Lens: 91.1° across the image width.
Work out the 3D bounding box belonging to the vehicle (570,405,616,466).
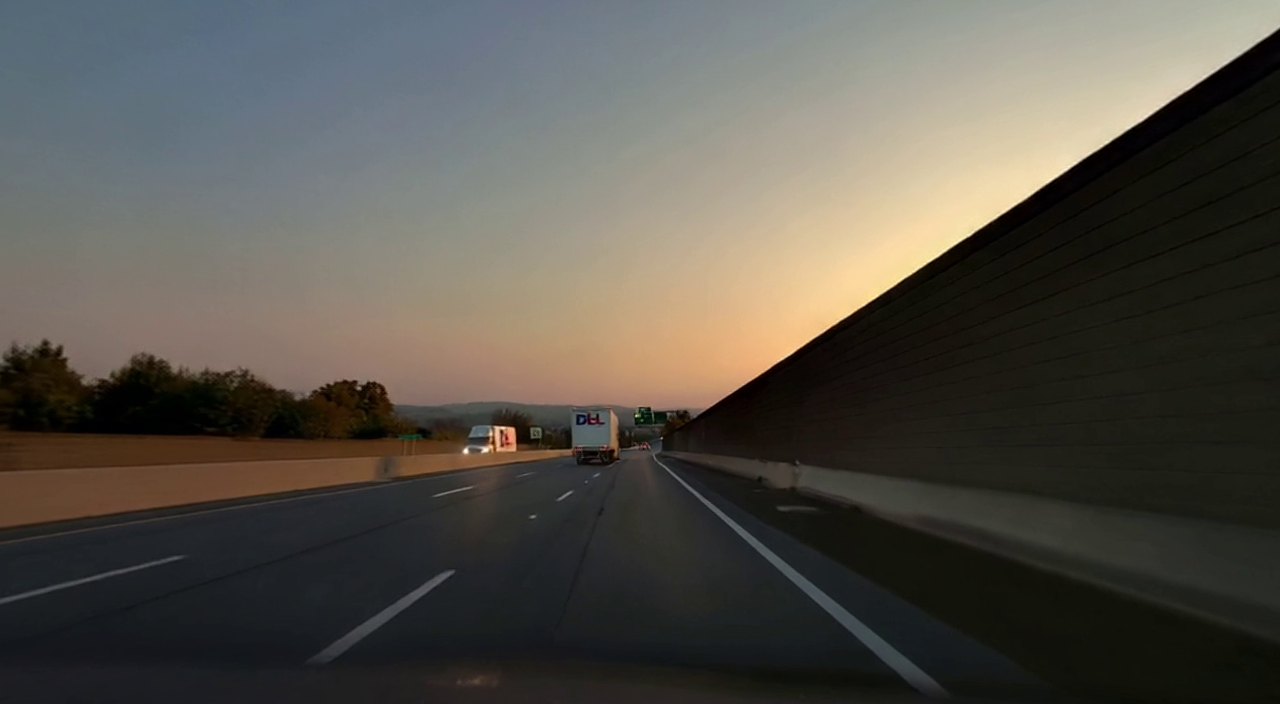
[{"bbox_3d":[-3.420,6.408,48.033,2.796,4.184,8.554,0,-8,1],"label":"vehicle"}]
